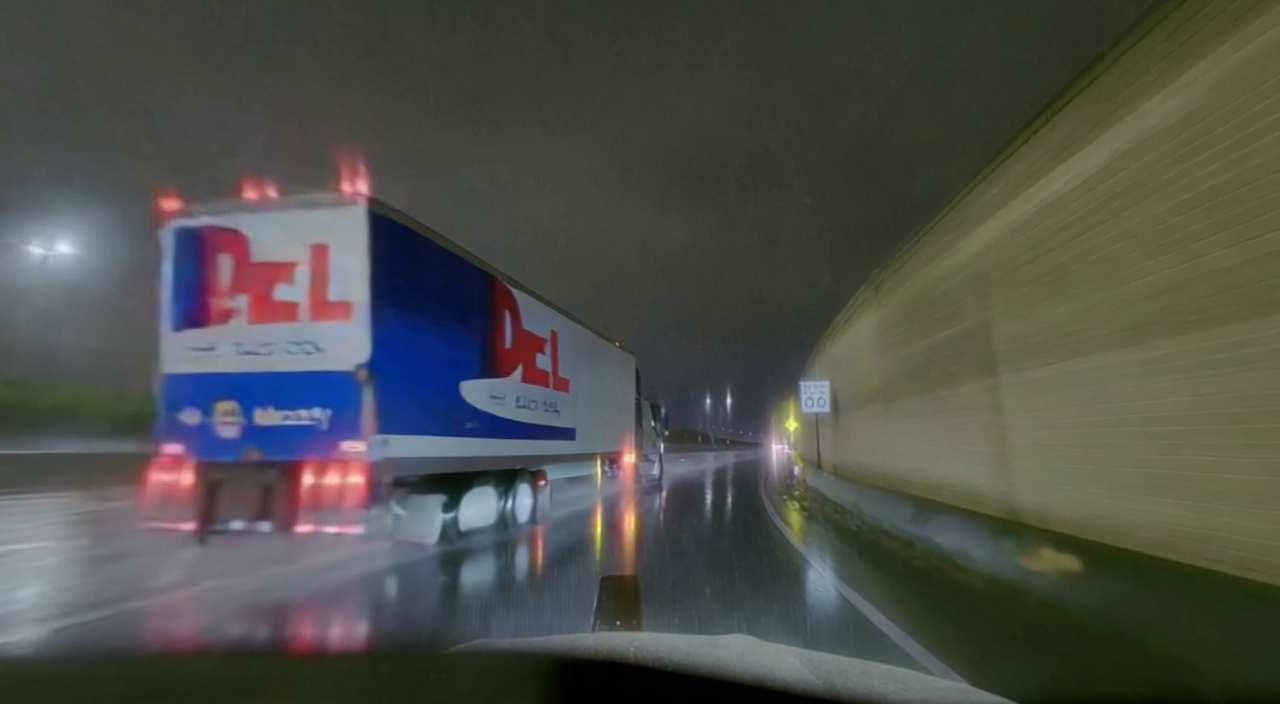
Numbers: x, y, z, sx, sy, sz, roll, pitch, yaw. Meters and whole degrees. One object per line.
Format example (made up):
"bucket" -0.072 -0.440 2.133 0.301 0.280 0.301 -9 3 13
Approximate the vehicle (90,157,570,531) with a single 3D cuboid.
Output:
"vehicle" -4.071 0.390 11.415 2.796 4.184 8.554 0 -7 13
